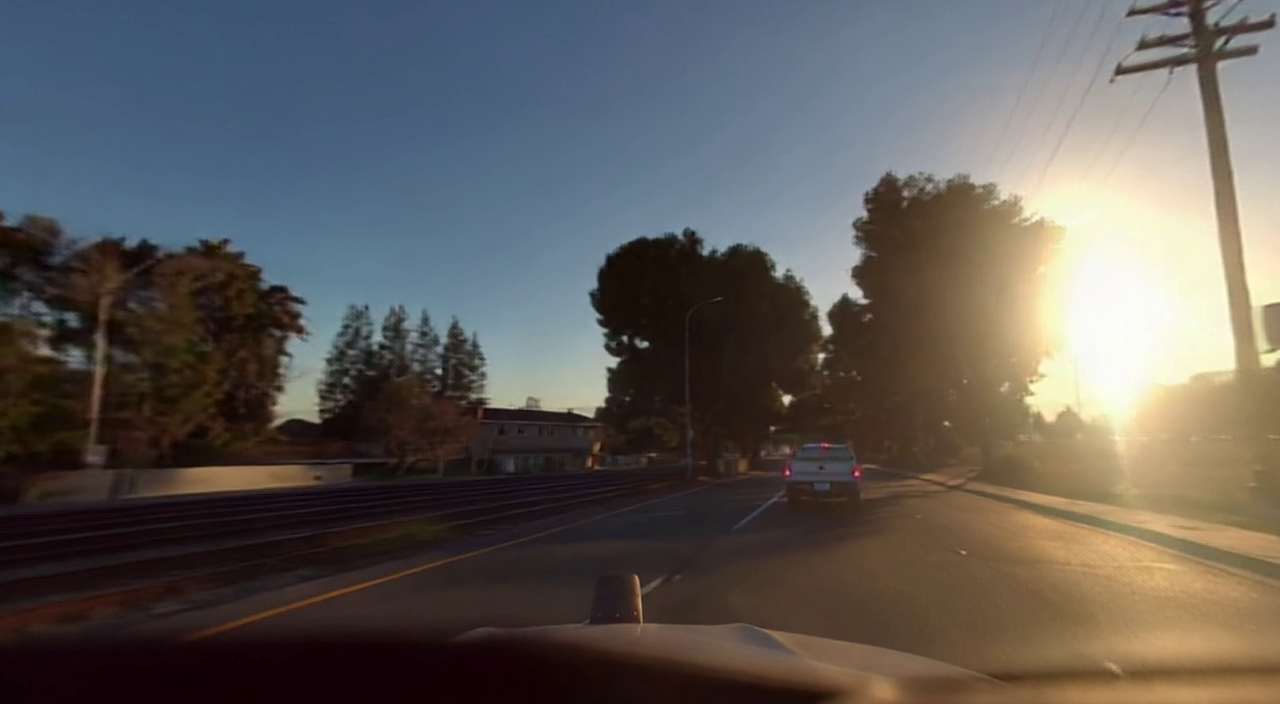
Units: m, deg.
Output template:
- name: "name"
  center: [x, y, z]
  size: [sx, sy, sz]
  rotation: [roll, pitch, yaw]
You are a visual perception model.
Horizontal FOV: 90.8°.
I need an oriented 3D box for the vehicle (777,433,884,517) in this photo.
- name: "vehicle"
  center: [5.390, 3.330, 17.716]
  size: [2.404, 1.926, 5.251]
  rotation: [-3, -9, 18]
